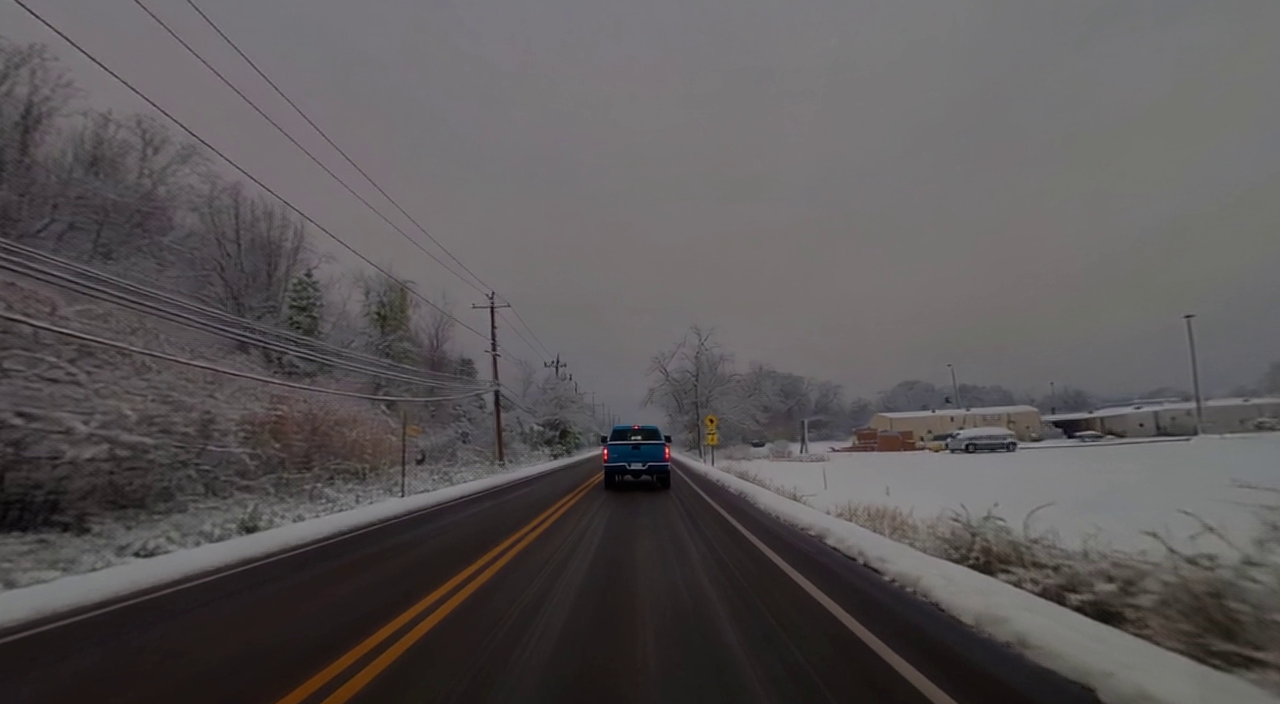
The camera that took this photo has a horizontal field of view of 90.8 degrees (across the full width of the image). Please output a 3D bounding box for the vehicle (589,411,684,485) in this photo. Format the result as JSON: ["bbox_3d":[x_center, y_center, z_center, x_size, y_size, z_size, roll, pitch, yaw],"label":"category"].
[{"bbox_3d":[-0.143,3.610,23.907,3.021,2.326,7.410,0,-8,-1],"label":"vehicle"}]
